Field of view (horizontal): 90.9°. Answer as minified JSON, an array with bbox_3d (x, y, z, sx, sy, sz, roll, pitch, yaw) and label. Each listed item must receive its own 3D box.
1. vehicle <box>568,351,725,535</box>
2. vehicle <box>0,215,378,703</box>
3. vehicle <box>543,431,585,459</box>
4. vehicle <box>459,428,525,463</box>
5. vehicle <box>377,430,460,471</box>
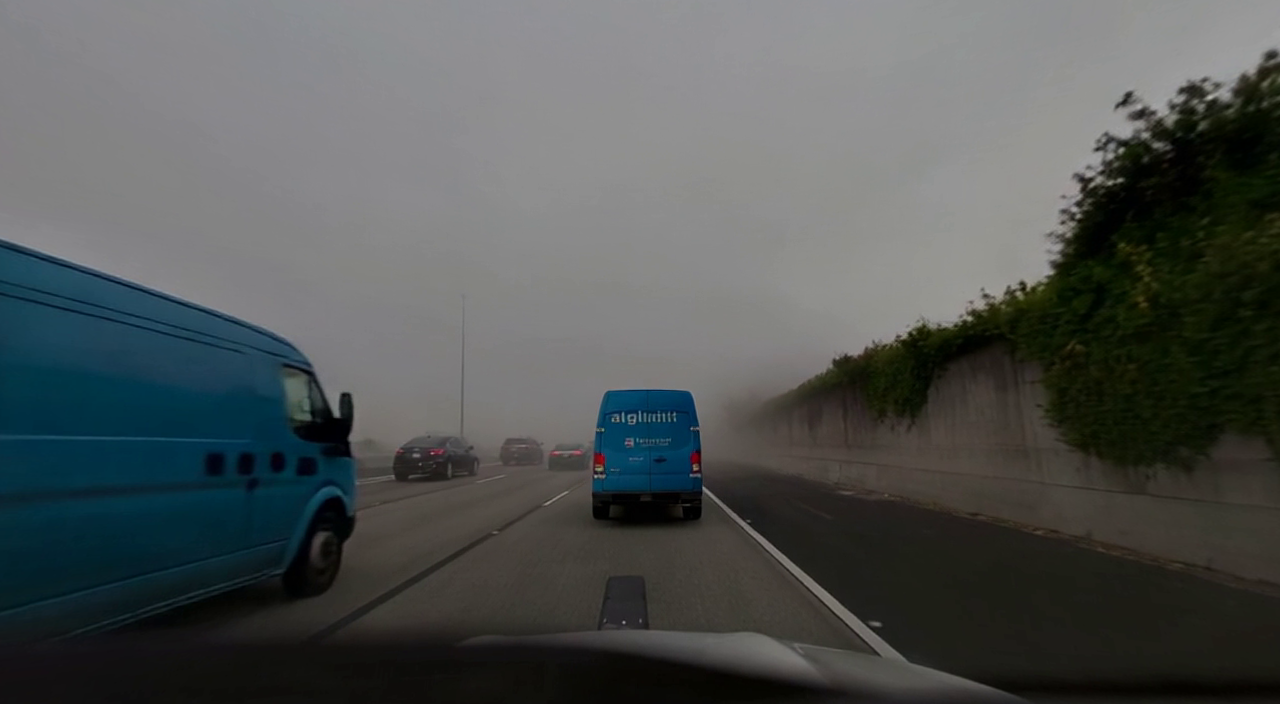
[{"bbox_3d":[0.132,1.810,12.660,2.316,2.738,6.398,0,-8,1],"label":"vehicle"},{"bbox_3d":[-3.693,0.544,2.103,2.597,2.163,6.860,0,-8,1],"label":"vehicle"},{"bbox_3d":[-5.895,7.314,49.504,2.302,2.007,5.490,-1,-8,3],"label":"vehicle"},{"bbox_3d":[-9.661,6.195,41.749,2.566,2.158,5.957,-1,-8,4],"label":"vehicle"},{"bbox_3d":[-10.620,4.757,30.661,2.061,1.846,4.852,-1,-8,3],"label":"vehicle"}]
